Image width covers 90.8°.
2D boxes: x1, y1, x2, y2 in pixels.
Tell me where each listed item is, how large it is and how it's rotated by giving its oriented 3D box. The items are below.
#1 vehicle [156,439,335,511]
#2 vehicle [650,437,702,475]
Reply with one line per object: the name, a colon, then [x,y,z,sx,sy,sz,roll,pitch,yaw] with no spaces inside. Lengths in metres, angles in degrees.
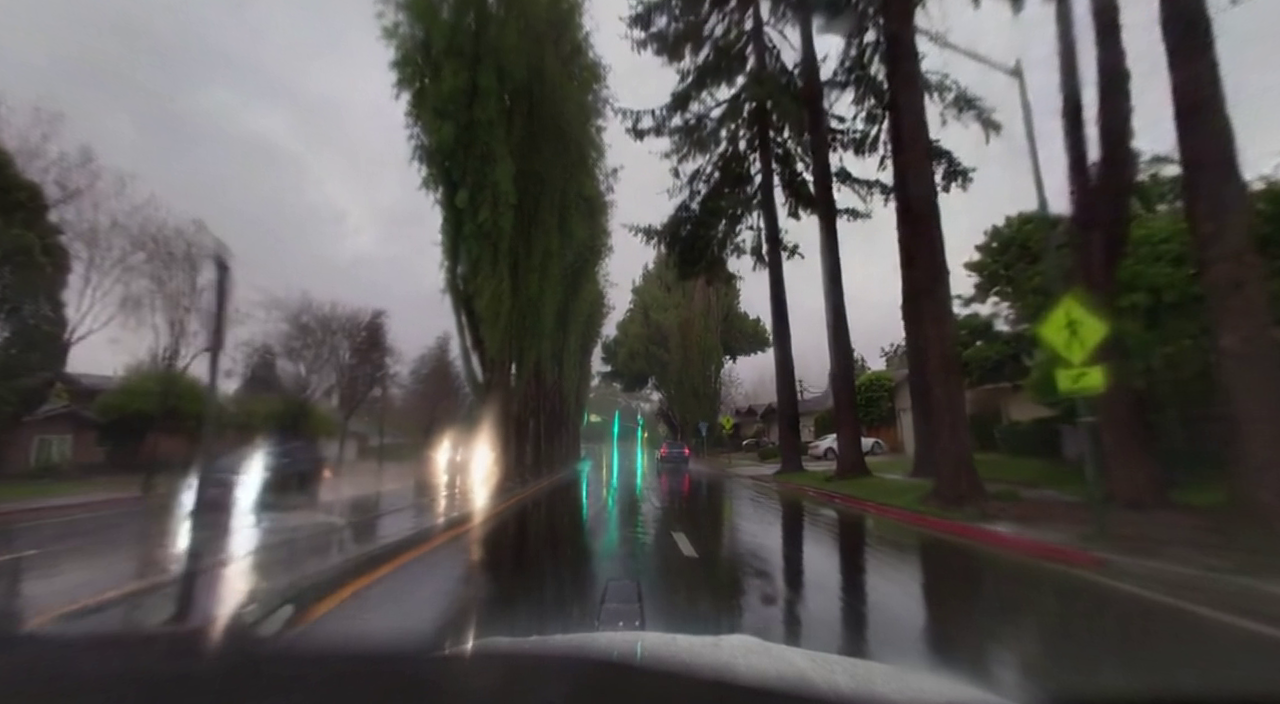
vehicle: [-9.281,2.886,15.341,1.886,1.486,3.913,0,-8,-2]
vehicle: [1.625,4.935,30.231,1.990,1.707,4.225,0,-8,-4]
